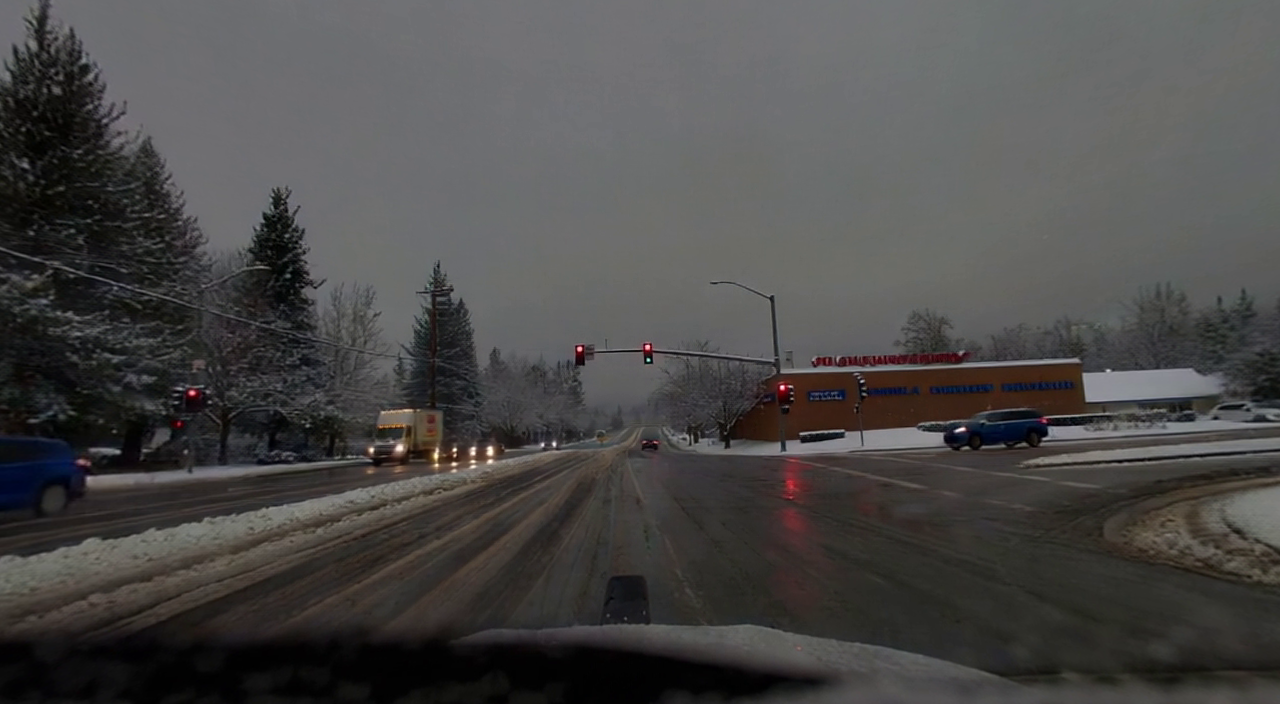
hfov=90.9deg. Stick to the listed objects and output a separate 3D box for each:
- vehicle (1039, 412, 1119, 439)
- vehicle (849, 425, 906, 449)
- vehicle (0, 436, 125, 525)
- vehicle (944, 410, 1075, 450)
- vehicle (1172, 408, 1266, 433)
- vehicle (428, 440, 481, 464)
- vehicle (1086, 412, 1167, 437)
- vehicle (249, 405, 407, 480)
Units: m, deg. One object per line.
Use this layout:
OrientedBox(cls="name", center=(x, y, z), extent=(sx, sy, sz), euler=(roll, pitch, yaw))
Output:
OrientedBox(cls="vehicle", center=(28.953, 4.901, 41.760), extent=(2.070, 1.652, 4.408), euler=(0, -8, -1))
OrientedBox(cls="vehicle", center=(17.416, 6.246, 46.318), extent=(3.329, 1.415, 1.821), euler=(-6, -9, 2))
OrientedBox(cls="vehicle", center=(-11.757, 2.196, 10.793), extent=(1.996, 1.489, 4.566), euler=(0, -8, 0))
OrientedBox(cls="vehicle", center=(16.334, 3.490, 28.043), extent=(4.566, 1.670, 2.000), euler=(0, -8, -3))
OrientedBox(cls="vehicle", center=(38.351, 4.606, 41.919), extent=(1.715, 1.480, 4.701), euler=(0, -8, -1))
OrientedBox(cls="vehicle", center=(-12.077, 6.539, 41.367), extent=(1.996, 1.482, 4.772), euler=(0, -8, 0))
OrientedBox(cls="vehicle", center=(31.375, 4.727, 40.800), extent=(1.823, 1.480, 4.003), euler=(0, -8, -3))
OrientedBox(cls="vehicle", center=(-16.596, 5.050, 34.967), extent=(3.161, 3.455, 11.058), euler=(0, -8, 0))
